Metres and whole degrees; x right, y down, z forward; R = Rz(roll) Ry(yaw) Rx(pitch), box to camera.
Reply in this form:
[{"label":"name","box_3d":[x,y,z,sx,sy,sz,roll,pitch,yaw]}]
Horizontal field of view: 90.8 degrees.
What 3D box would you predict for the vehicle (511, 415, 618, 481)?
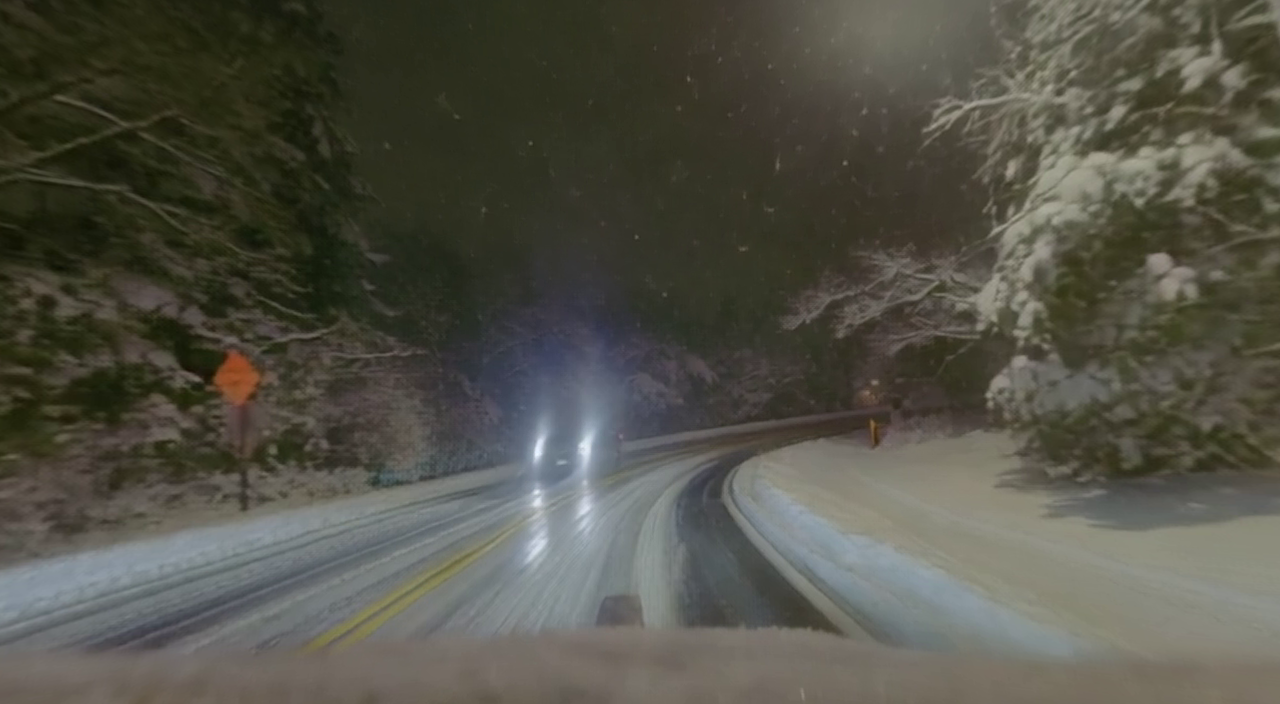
[{"label":"vehicle","box_3d":[-2.369,3.258,21.326,2.095,1.939,4.857,-3,-9,12]}]
